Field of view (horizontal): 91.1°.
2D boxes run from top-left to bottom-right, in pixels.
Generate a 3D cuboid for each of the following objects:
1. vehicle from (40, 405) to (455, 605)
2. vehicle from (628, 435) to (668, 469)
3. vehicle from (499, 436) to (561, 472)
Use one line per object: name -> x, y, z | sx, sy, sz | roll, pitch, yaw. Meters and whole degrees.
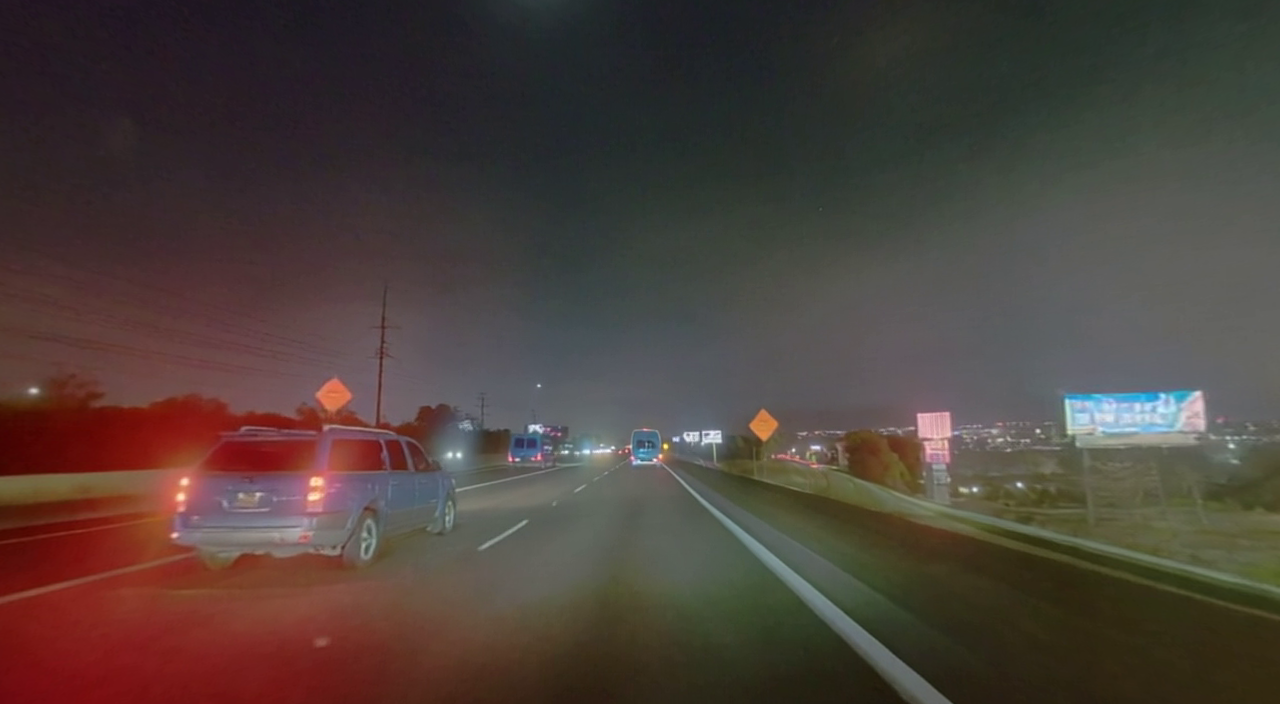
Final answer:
vehicle -> -4.149, 1.696, 7.929 | 2.145, 1.730, 4.729 | 0, -9, 0
vehicle -> 0.574, 7.239, 45.623 | 2.692, 2.279, 5.695 | 0, -9, 0
vehicle -> -6.884, 6.511, 40.263 | 2.695, 2.084, 6.836 | 0, -9, 1
